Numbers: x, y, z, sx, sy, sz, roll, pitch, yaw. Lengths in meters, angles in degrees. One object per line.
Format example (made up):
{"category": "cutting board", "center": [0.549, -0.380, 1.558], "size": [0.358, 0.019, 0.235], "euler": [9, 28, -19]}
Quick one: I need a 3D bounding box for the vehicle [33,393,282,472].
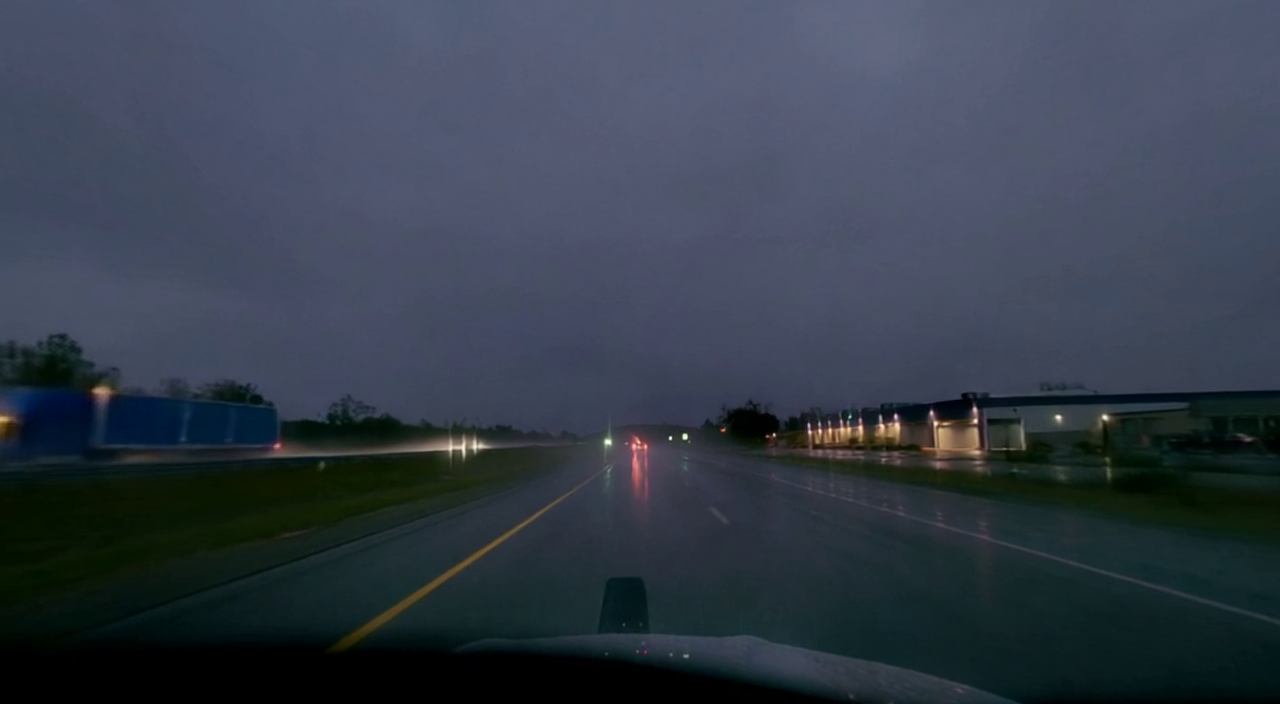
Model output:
{"category": "vehicle", "center": [-28.883, 5.251, 39.936], "size": [2.915, 3.909, 16.453], "euler": [0, -8, 0]}

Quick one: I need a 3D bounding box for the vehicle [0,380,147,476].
{"category": "vehicle", "center": [-28.794, 3.796, 30.634], "size": [3.044, 4.044, 7.981], "euler": [0, -8, -1]}
